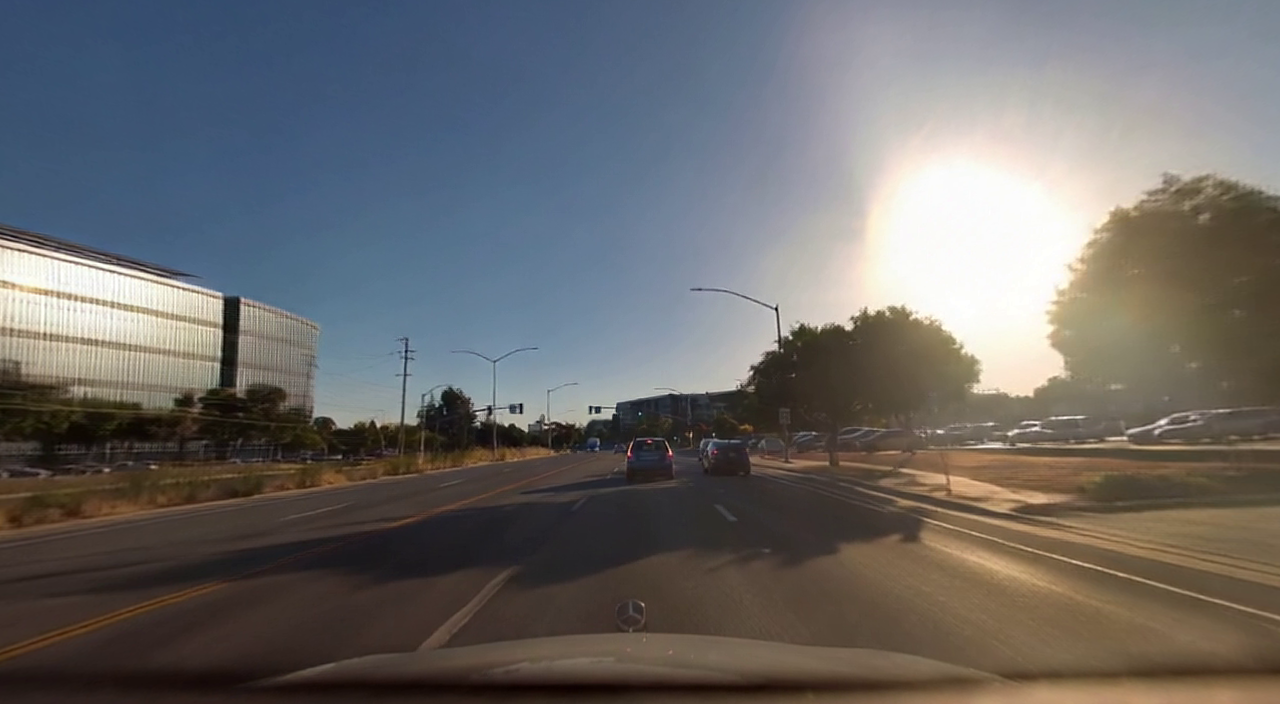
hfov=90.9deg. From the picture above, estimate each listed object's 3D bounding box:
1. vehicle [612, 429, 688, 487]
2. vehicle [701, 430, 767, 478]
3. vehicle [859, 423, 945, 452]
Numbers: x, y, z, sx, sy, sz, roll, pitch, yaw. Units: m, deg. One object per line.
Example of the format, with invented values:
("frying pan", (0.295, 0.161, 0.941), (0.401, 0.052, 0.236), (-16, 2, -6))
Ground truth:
("vehicle", (0.293, 3.379, 20.369), (2.200, 1.653, 4.127), (0, -8, 0))
("vehicle", (3.566, 3.951, 24.689), (1.914, 1.698, 4.049), (0, -8, 0))
("vehicle", (16.019, 5.273, 38.759), (4.366, 1.701, 1.965), (0, -8, -1))
